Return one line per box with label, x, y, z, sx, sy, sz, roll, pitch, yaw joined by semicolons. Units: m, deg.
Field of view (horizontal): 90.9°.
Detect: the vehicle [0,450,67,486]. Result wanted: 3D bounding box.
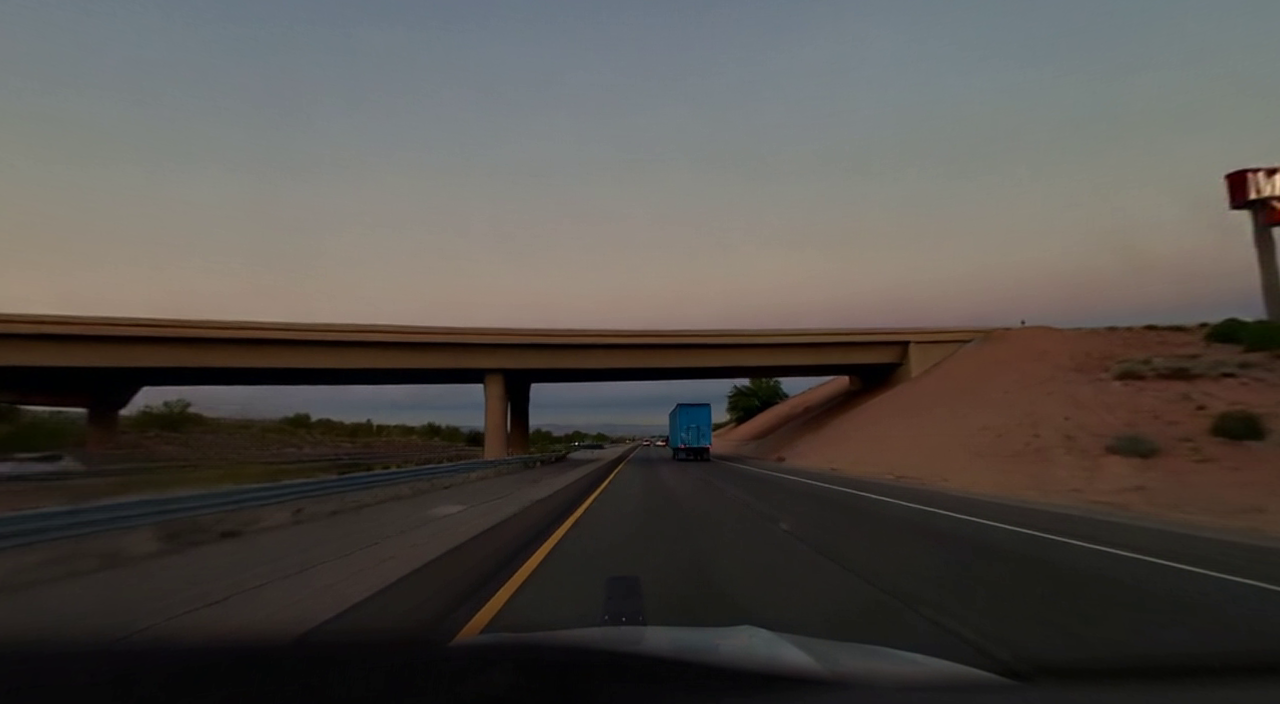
vehicle;-32.424;5.868;32.029;2.021;1.732;4.793;0;-8;1
